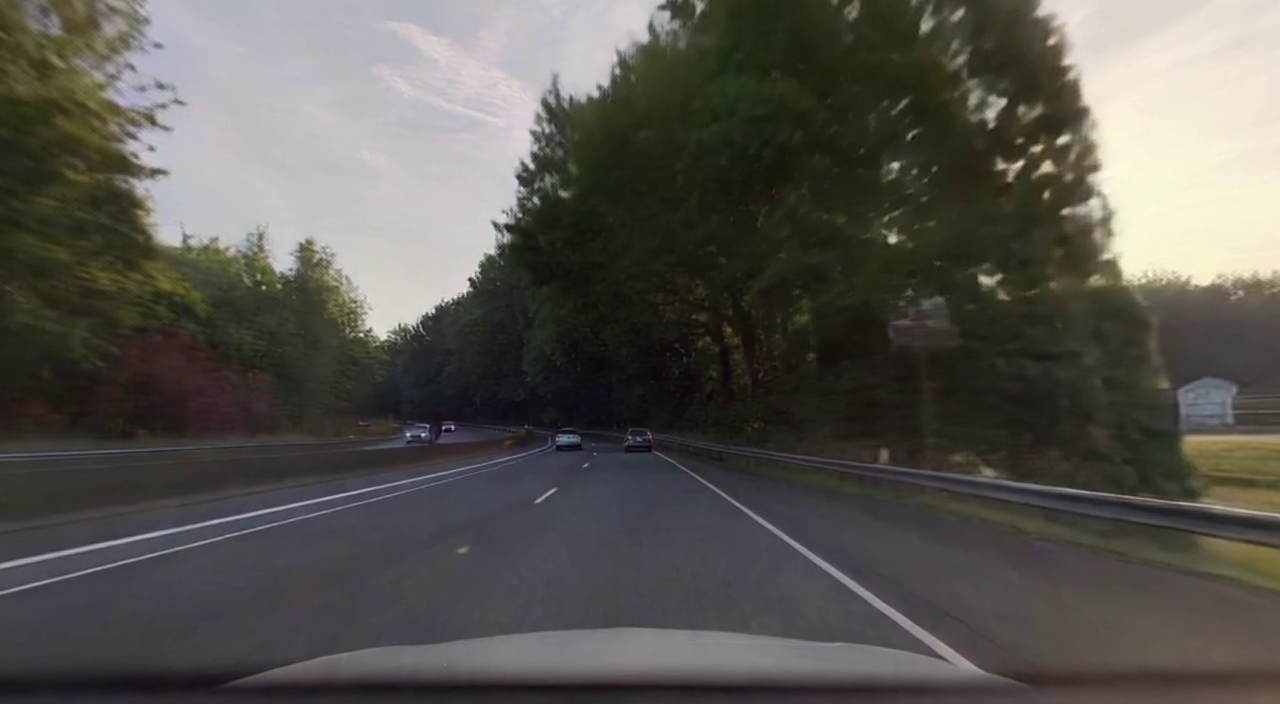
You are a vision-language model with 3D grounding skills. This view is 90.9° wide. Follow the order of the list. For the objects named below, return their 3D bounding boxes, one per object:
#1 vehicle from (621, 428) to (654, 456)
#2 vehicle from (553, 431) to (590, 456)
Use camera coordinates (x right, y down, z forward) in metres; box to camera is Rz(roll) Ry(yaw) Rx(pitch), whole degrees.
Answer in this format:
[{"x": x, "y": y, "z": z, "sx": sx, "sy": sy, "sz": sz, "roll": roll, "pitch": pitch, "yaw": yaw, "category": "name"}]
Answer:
[{"x": -0.217, "y": 6.181, "z": 43.428, "sx": 2.170, "sy": 1.790, "sz": 4.490, "roll": 0, "pitch": -8, "yaw": -1, "category": "vehicle"}, {"x": -4.577, "y": 6.144, "z": 42.536, "sx": 2.055, "sy": 1.610, "sz": 4.116, "roll": 0, "pitch": -8, "yaw": 0, "category": "vehicle"}]
